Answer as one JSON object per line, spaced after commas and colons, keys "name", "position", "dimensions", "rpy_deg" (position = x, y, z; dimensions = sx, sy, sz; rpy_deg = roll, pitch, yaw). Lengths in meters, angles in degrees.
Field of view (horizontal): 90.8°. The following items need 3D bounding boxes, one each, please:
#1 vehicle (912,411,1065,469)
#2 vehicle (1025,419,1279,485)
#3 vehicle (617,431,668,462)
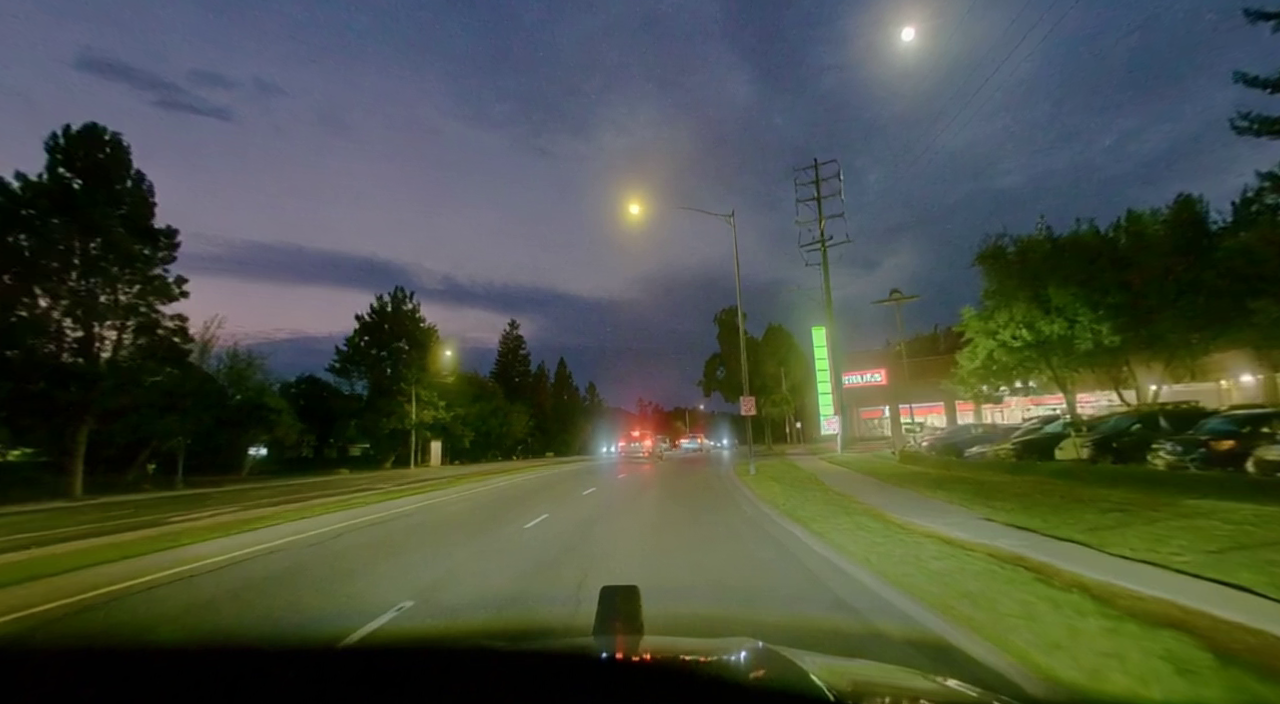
{"name": "vehicle", "position": [12.991, 3.313, 23.790], "dimensions": [4.408, 1.682, 2.040], "rpy_deg": [-6, -9, 3]}
{"name": "vehicle", "position": [12.176, 2.395, 15.193], "dimensions": [4.423, 1.455, 2.034], "rpy_deg": [0, -8, 2]}
{"name": "vehicle", "position": [0.208, 5.824, 39.040], "dimensions": [2.168, 1.783, 4.695], "rpy_deg": [-2, -9, 13]}
